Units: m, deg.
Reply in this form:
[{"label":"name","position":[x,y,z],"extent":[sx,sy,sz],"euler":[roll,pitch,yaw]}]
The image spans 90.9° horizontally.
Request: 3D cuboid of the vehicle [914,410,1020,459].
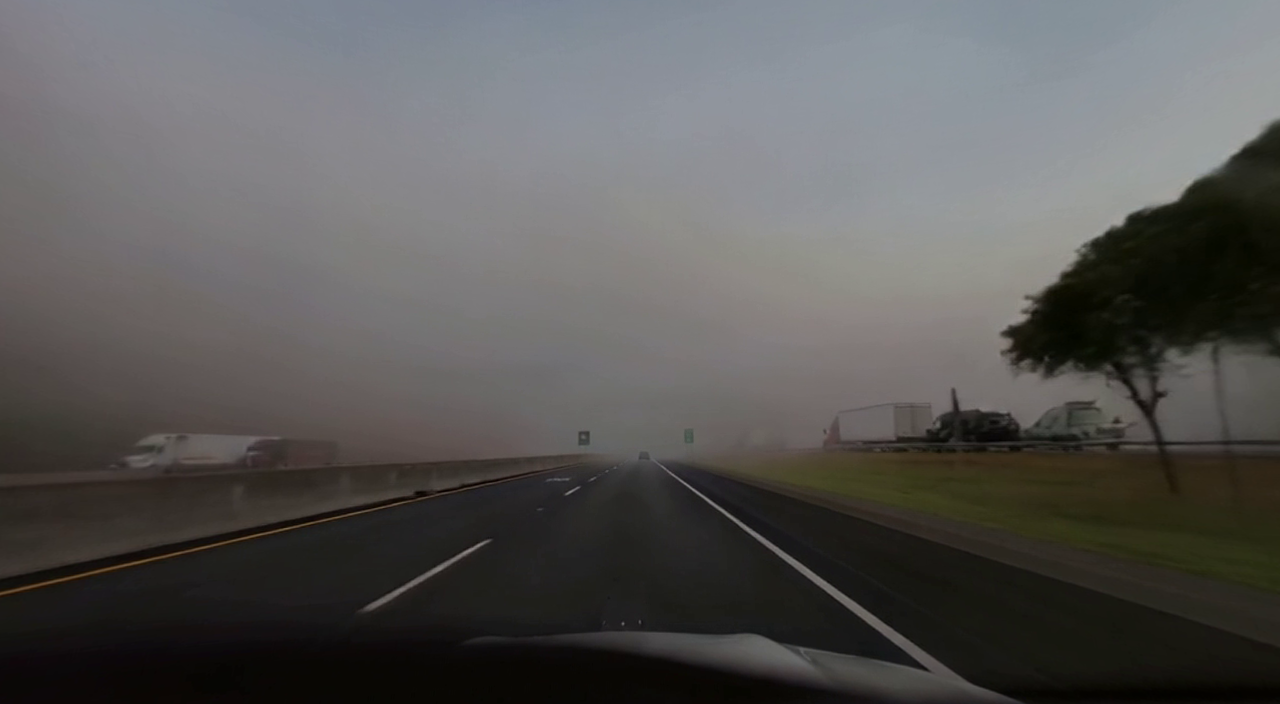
[{"label":"vehicle","position":[20.786,5.420,40.683],"extent":[2.558,2.886,7.552],"euler":[0,-9,-2]}]
